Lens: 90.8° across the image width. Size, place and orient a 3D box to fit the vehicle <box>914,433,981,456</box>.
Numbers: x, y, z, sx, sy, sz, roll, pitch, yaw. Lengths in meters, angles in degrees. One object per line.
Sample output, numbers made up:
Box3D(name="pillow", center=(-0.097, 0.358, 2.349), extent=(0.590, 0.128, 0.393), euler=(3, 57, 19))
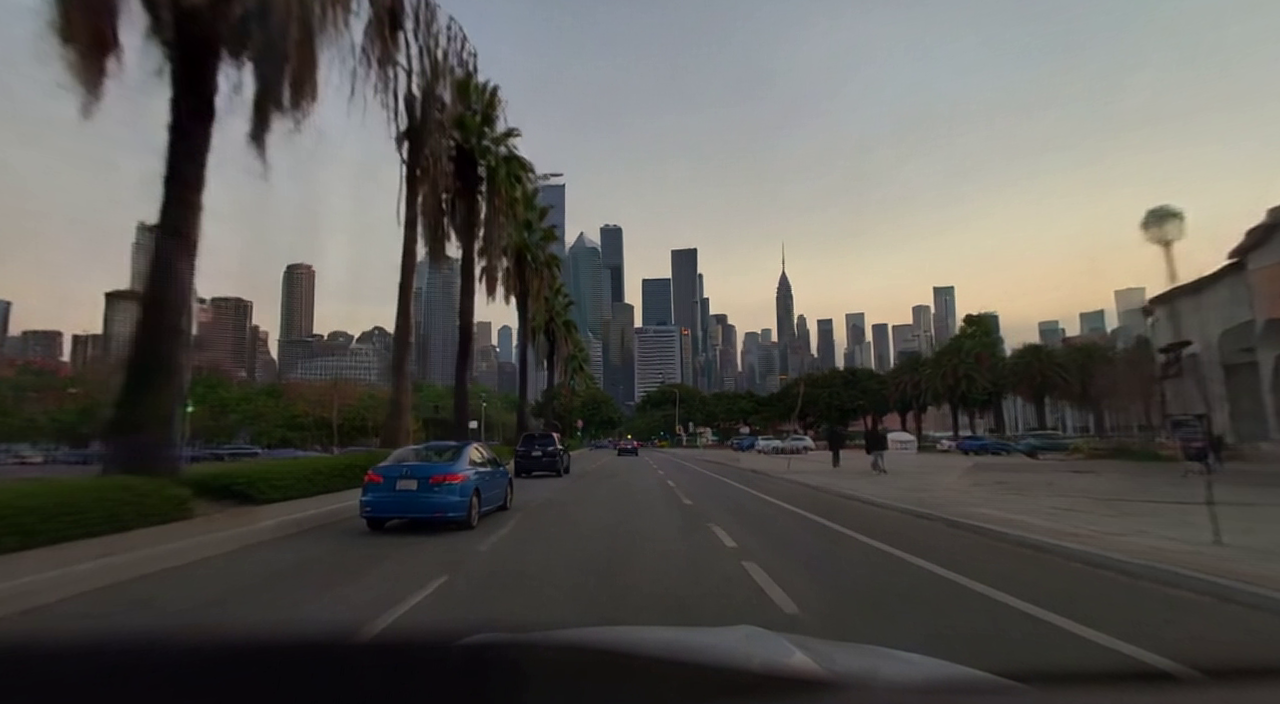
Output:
Box3D(name="vehicle", center=(20.292, 6.145, 41.917), extent=(1.976, 1.431, 4.774), euler=(-1, -8, -1))

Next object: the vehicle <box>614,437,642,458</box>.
Box3D(name="vehicle", center=(-0.902, 7.131, 47.198), extent=(2.004, 1.465, 3.713), euler=(0, -8, 0))

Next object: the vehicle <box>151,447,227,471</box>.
Box3D(name="vehicle", center=(-31.005, 7.370, 43.667), extent=(1.859, 1.524, 4.812), euler=(0, -8, -2))

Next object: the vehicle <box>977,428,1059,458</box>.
Box3D(name="vehicle", center=(24.967, 6.068, 42.043), extent=(2.147, 1.886, 5.603), euler=(0, -8, 2))

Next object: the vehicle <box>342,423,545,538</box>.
Box3D(name="vehicle", center=(-3.009, 2.081, 10.833), extent=(2.071, 1.544, 4.383), euler=(0, -8, 0))

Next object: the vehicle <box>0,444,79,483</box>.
Box3D(name="vehicle", center=(-30.792, 5.415, 30.895), extent=(1.947, 1.763, 5.176), euler=(0, -8, -1))

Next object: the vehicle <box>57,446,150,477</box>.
Box3D(name="vehicle", center=(-31.117, 6.336, 36.831), extent=(1.835, 1.664, 3.972), euler=(-2, -9, 2))

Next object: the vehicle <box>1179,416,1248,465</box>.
Box3D(name="vehicle", center=(24.346, 3.770, 26.943), extent=(1.679, 1.923, 3.703), euler=(-6, -10, 36))

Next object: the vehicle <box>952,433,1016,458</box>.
Box3D(name="vehicle", center=(22.667, 6.177, 41.795), extent=(1.938, 1.522, 4.121), euler=(0, -8, 2))

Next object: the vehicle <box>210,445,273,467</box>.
Box3D(name="vehicle", center=(-31.178, 8.136, 49.593), extent=(1.888, 1.625, 4.699), euler=(0, -8, 0))

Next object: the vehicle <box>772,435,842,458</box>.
Box3D(name="vehicle", center=(12.717, 7.239, 48.368), extent=(4.749, 1.522, 1.905), euler=(-1, -9, -3))
